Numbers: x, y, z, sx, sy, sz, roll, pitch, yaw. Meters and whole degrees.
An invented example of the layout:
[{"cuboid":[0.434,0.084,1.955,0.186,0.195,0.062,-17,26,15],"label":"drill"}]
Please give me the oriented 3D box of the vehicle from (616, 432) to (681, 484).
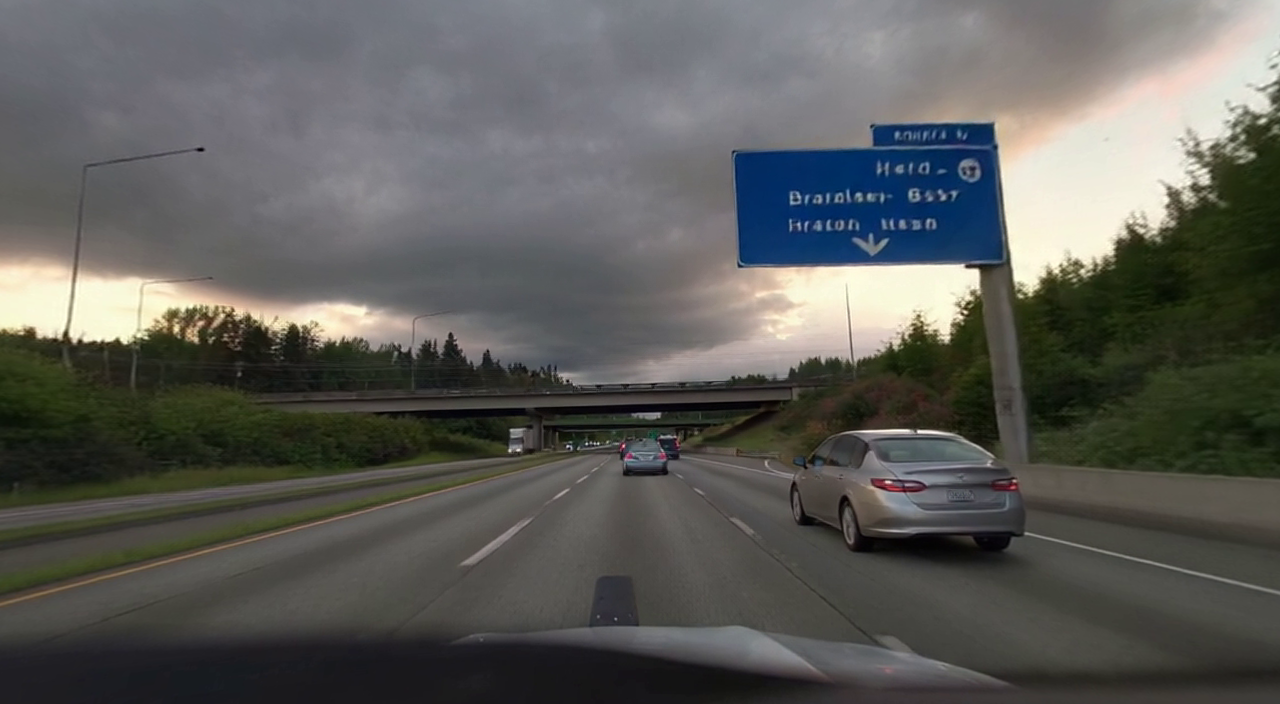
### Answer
[{"cuboid":[0.191,3.720,22.403,2.092,1.636,4.024,0,-8,-2],"label":"vehicle"}]
